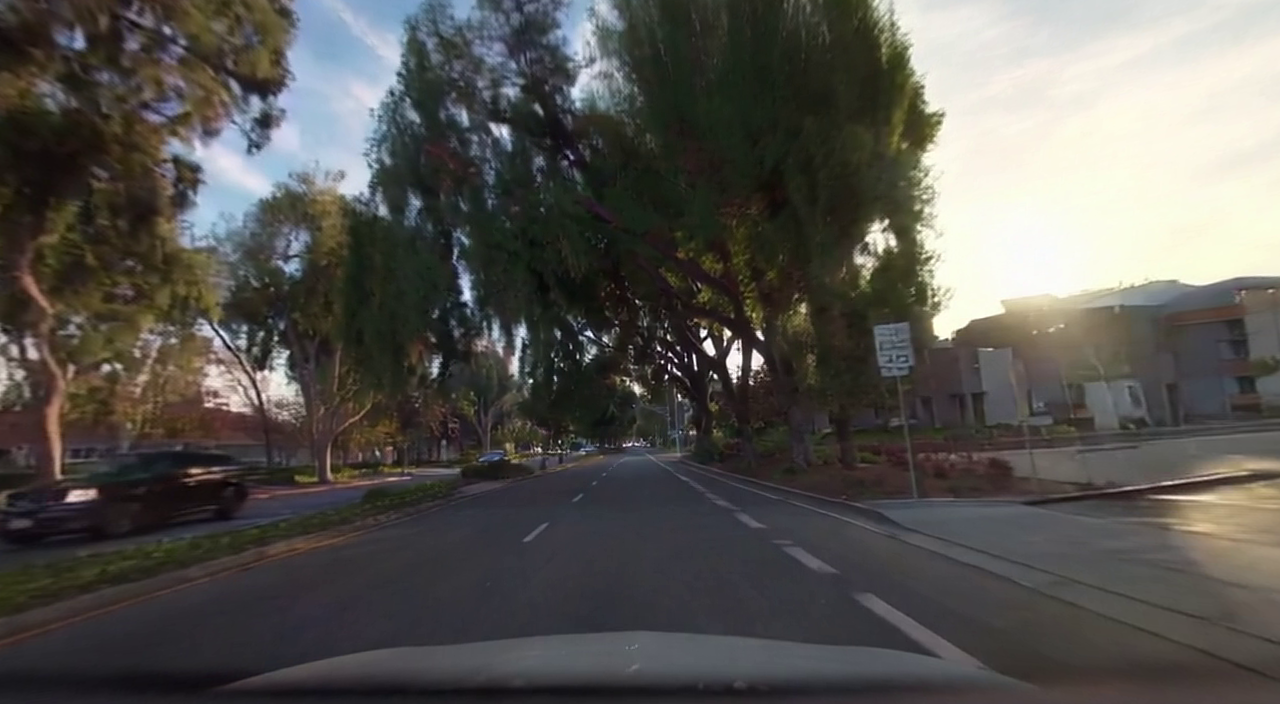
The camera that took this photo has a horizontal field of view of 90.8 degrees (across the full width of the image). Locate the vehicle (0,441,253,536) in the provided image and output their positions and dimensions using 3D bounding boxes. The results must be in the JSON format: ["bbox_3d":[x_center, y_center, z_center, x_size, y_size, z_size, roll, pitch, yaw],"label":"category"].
[{"bbox_3d":[-13.436,3.439,16.871,2.505,2.059,5.803,-1,-8,0],"label":"vehicle"}]
